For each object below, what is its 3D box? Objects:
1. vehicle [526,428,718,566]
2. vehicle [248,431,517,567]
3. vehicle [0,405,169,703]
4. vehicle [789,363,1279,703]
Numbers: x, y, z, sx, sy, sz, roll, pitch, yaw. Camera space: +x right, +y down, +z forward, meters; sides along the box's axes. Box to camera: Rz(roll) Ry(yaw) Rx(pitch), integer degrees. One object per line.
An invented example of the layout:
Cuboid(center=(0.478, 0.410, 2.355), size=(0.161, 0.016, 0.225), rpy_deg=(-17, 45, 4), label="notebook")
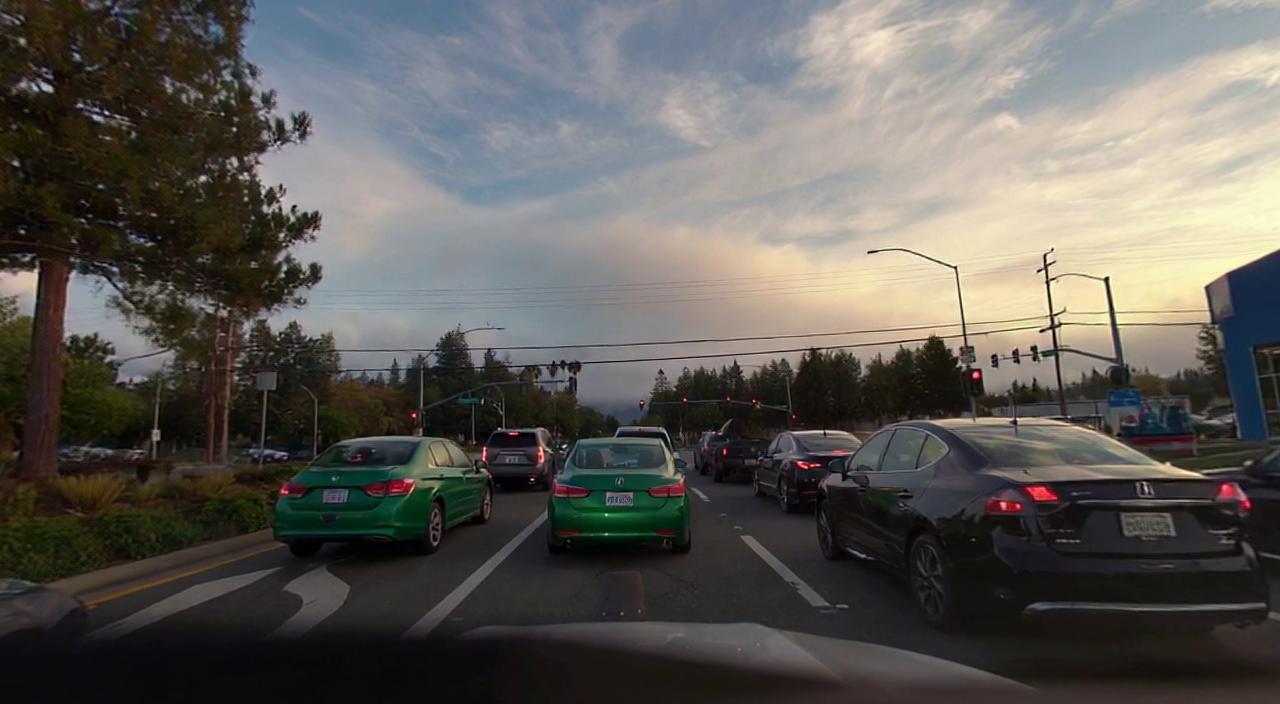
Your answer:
Cuboid(center=(-0.203, 1.835, 8.729), size=(2.041, 1.450, 3.847), rpy_deg=(0, -8, 0), label="vehicle")
Cuboid(center=(-3.198, 1.892, 8.941), size=(1.917, 1.441, 4.128), rpy_deg=(-1, -8, 2), label="vehicle")
Cuboid(center=(-3.354, 0.708, 0.854), size=(1.863, 1.448, 4.697), rpy_deg=(0, -8, -1), label="vehicle")
Cuboid(center=(2.999, 1.241, 5.495), size=(2.196, 1.676, 4.865), rpy_deg=(0, -8, 0), label="vehicle")
